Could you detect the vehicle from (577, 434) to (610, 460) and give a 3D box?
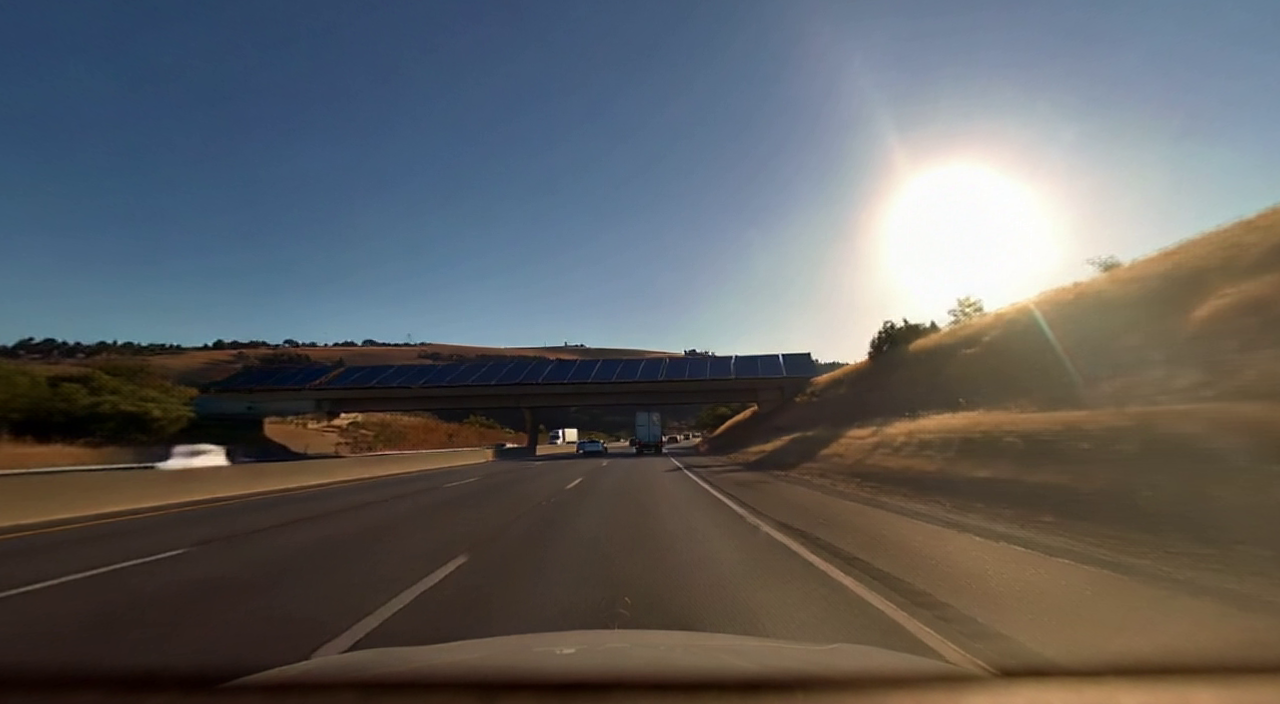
[{"bbox_3d":[-3.627,7.526,49.979,2.130,1.935,4.817,-1,-8,1],"label":"vehicle"}]
